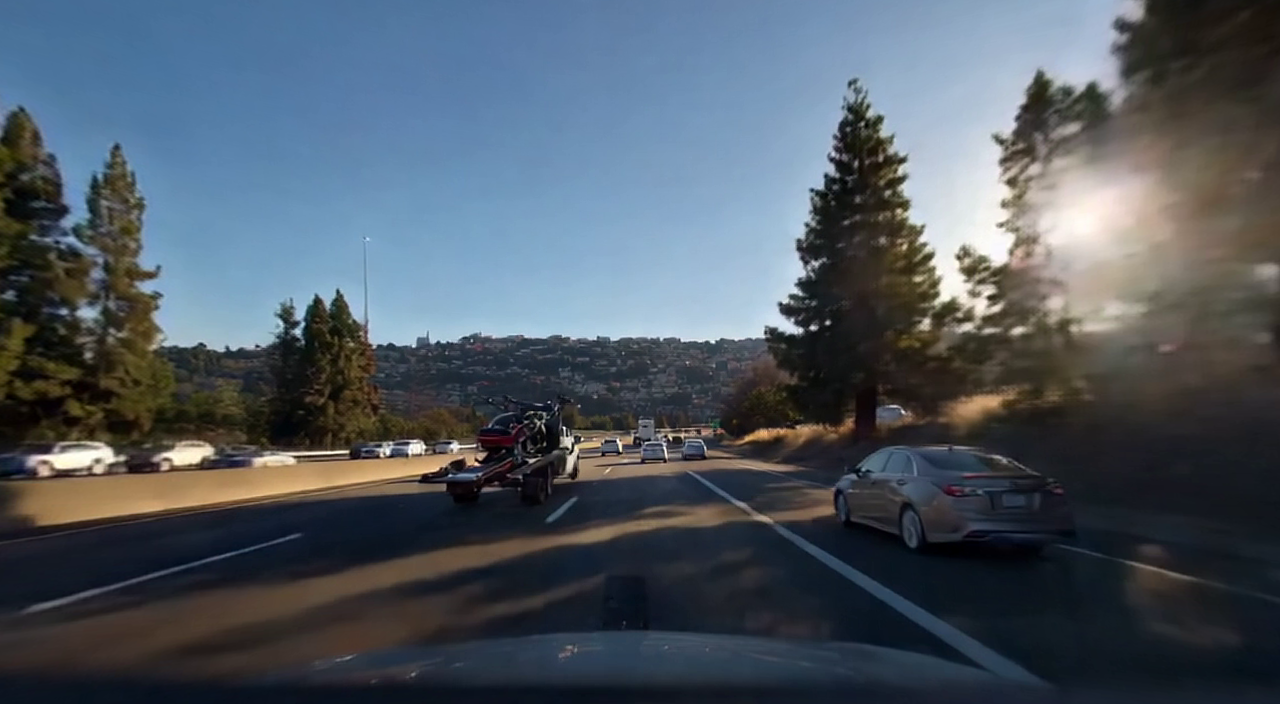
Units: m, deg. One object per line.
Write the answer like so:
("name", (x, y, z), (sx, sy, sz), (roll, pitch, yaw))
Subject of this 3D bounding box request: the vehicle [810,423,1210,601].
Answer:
("vehicle", (3.717, 1.660, 7.513), (2.040, 1.481, 4.260), (0, -8, -2))

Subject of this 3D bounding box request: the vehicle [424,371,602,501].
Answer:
("vehicle", (-3.178, 2.645, 19.497), (3.162, 2.955, 10.282), (0, -8, 1))

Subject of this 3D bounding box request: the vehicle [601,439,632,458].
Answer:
("vehicle", (-1.795, 7.442, 48.727), (2.016, 1.450, 4.310), (-1, -8, 3))

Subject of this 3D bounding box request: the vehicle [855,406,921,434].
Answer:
("vehicle", (14.441, 4.014, 36.982), (1.930, 1.454, 4.126), (0, -8, -4))

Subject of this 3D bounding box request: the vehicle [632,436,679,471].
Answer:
("vehicle", (0.700, 4.756, 29.790), (2.079, 1.499, 3.915), (0, -8, 1))

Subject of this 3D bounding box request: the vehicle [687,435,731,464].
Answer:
("vehicle", (4.149, 5.938, 38.609), (2.075, 1.614, 4.682), (0, -8, -1))

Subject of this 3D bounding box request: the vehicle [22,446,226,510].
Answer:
("vehicle", (-12.845, 3.103, 16.076), (1.877, 1.403, 3.836), (0, -8, 1))

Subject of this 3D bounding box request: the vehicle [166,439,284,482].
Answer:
("vehicle", (-16.524, 4.314, 25.403), (1.865, 1.580, 4.072), (0, -8, 2))

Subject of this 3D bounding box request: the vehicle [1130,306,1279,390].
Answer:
("vehicle", (16.014, 0.019, 16.943), (1.979, 1.616, 4.268), (0, -9, -5))

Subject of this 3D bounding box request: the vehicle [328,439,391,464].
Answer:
("vehicle", (-18.959, 6.729, 42.810), (2.043, 1.619, 4.442), (-1, -8, 3))

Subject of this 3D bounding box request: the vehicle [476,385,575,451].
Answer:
("vehicle", (-3.156, 2.021, 18.403), (1.893, 1.674, 4.766), (0, -8, 1))
